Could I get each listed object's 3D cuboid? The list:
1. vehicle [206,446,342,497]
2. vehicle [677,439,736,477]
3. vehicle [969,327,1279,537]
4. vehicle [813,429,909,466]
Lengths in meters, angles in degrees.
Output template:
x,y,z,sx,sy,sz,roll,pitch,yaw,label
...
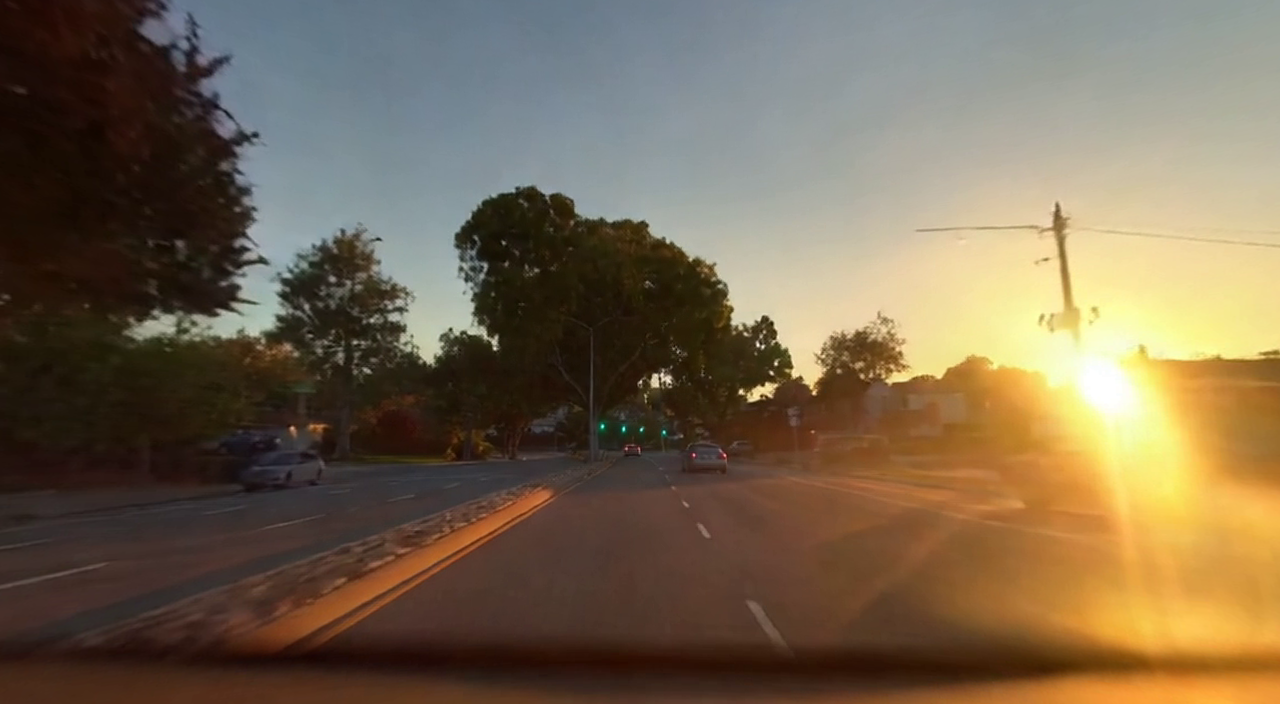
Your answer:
x,y,z,sx,sy,sz,roll,pitch,yaw,label
-12.134,3.945,21.318,1.963,1.524,4.498,0,-8,-1,vehicle
2.702,4.434,26.599,1.960,1.479,4.086,1,-8,-1,vehicle
9.087,1.327,10.177,2.331,2.747,6.993,3,-9,-16,vehicle
11.481,4.994,32.981,4.202,1.794,2.063,0,-8,0,vehicle
